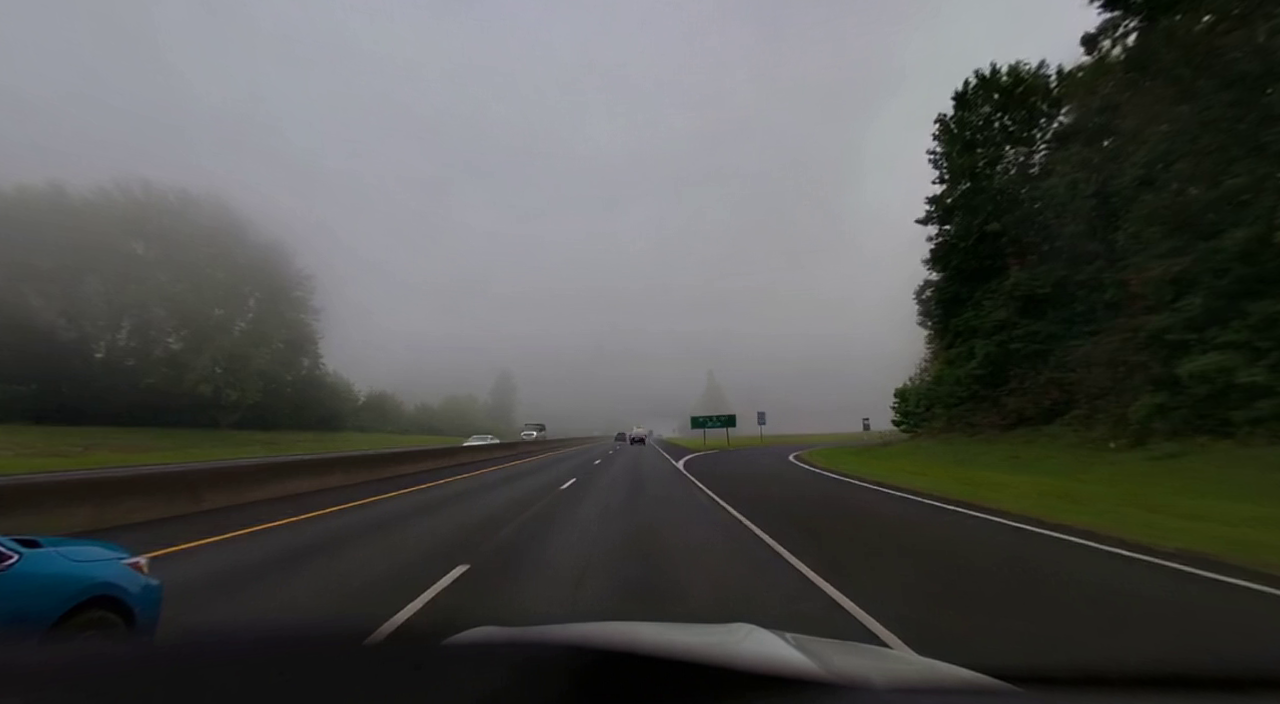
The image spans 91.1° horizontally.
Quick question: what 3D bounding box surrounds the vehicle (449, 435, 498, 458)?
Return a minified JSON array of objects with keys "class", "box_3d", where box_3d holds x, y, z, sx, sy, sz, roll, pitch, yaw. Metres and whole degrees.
[{"class":"vehicle","box_3d":[-10.720,6.093,40.851,1.832,1.366,4.633,0,-8,1]}]
